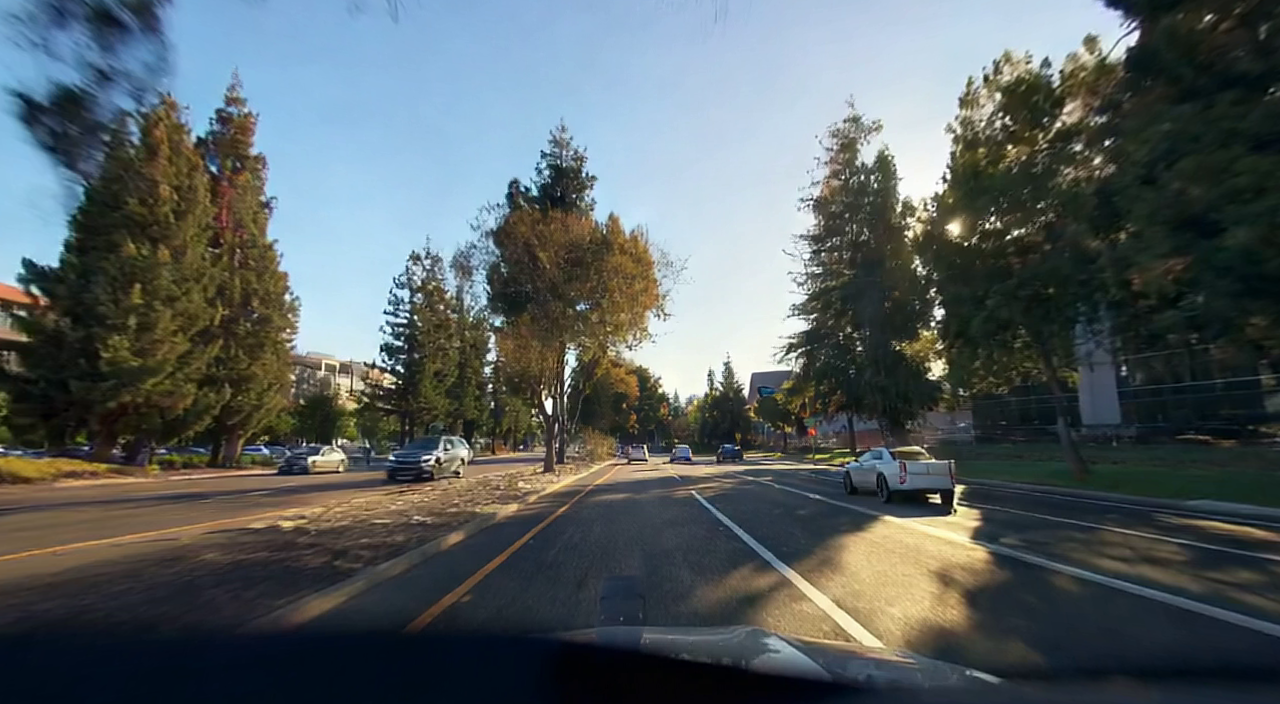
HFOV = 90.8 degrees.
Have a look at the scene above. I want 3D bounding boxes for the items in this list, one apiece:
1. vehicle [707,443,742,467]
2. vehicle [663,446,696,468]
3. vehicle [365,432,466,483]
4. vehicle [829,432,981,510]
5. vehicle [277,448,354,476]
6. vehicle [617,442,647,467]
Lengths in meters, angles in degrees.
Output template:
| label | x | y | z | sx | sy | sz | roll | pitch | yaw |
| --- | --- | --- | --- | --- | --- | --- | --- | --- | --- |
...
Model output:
| label | x | y | z | sx | sy | sz | roll | pitch | yaw |
| --- | --- | --- | --- | --- | --- | --- | --- | --- | --- |
| vehicle | 6.099 | 7.487 | 46.004 | 1.931 | 1.685 | 4.054 | 0 | -9 | -2 |
| vehicle | 2.793 | 7.517 | 45.537 | 1.930 | 1.483 | 4.471 | 1 | -9 | -2 |
| vehicle | -8.741 | 4.148 | 25.108 | 2.123 | 1.782 | 4.622 | 0 | -9 | 2 |
| vehicle | 6.674 | 3.028 | 16.554 | 1.987 | 1.730 | 4.373 | 0 | -9 | -1 |
| vehicle | -18.266 | 6.173 | 35.800 | 1.817 | 1.423 | 4.477 | 0 | -9 | 2 |
| vehicle | -0.606 | 7.643 | 47.341 | 2.146 | 1.800 | 4.042 | 0 | -9 | -1 |
